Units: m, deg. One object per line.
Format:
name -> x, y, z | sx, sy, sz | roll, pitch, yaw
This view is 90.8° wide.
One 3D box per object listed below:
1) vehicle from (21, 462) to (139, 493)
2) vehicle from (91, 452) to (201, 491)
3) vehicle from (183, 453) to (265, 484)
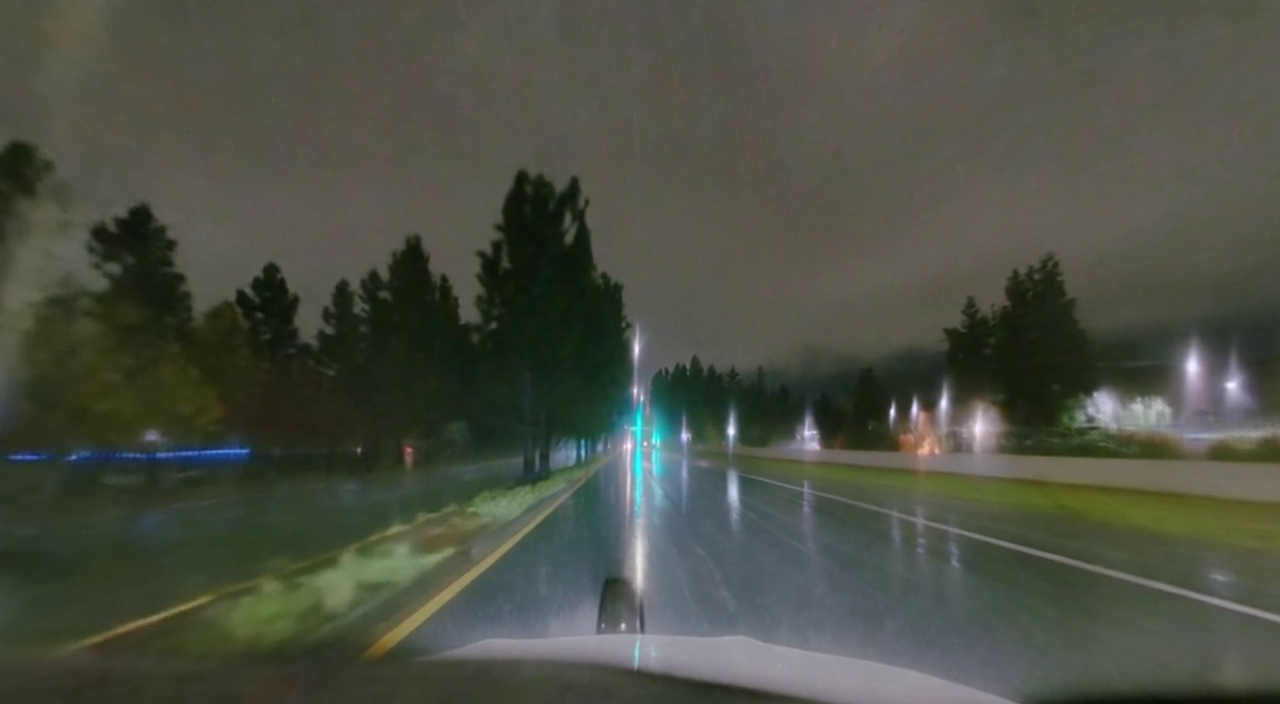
vehicle -> -28.099, 6.286, 31.789 | 3.938, 1.485, 2.055 | 0, -10, 2
vehicle -> -26.835, 6.490, 34.450 | 4.362, 1.733, 2.041 | -3, -6, 1
vehicle -> -27.734, 7.766, 42.206 | 4.168, 1.509, 2.053 | -5, -5, 4
